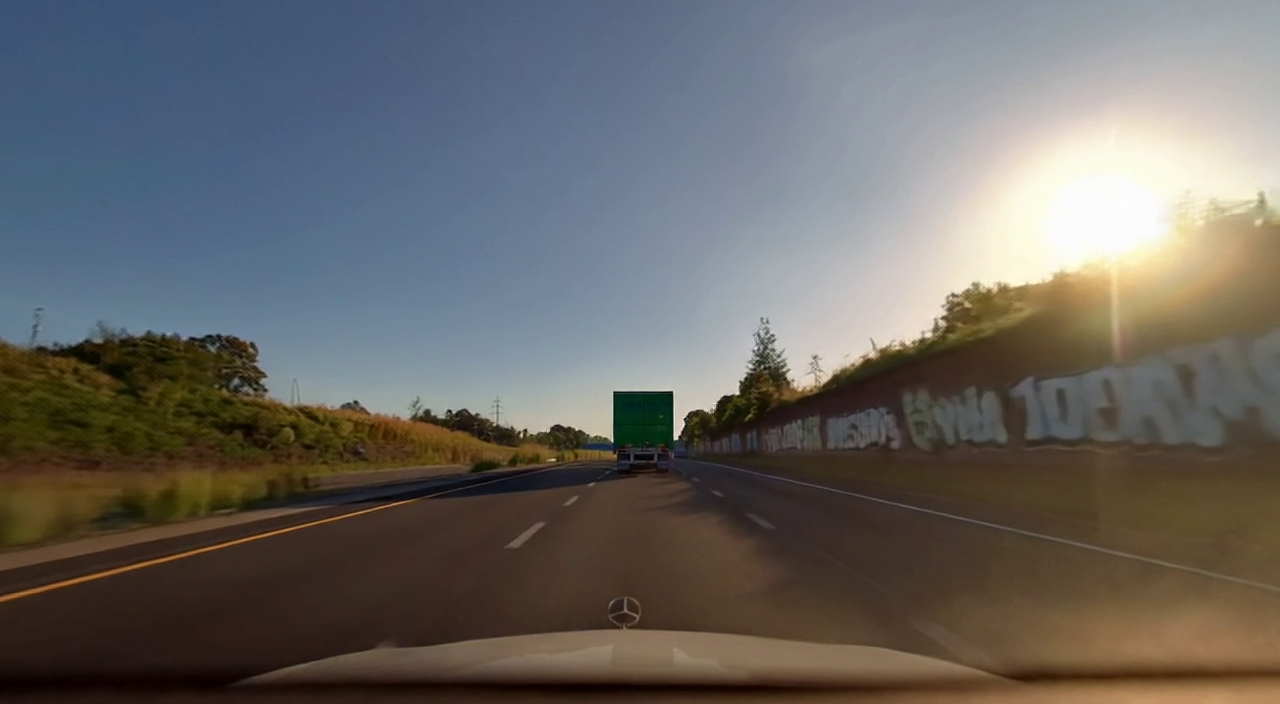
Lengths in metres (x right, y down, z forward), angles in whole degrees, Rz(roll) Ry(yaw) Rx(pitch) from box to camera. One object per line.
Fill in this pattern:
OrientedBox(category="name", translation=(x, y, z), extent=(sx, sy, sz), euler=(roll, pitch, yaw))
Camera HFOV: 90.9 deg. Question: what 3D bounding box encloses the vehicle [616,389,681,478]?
OrientedBox(category="vehicle", translation=(0.306, 4.429, 33.335), extent=(2.900, 3.955, 10.151), euler=(0, -9, -1))
